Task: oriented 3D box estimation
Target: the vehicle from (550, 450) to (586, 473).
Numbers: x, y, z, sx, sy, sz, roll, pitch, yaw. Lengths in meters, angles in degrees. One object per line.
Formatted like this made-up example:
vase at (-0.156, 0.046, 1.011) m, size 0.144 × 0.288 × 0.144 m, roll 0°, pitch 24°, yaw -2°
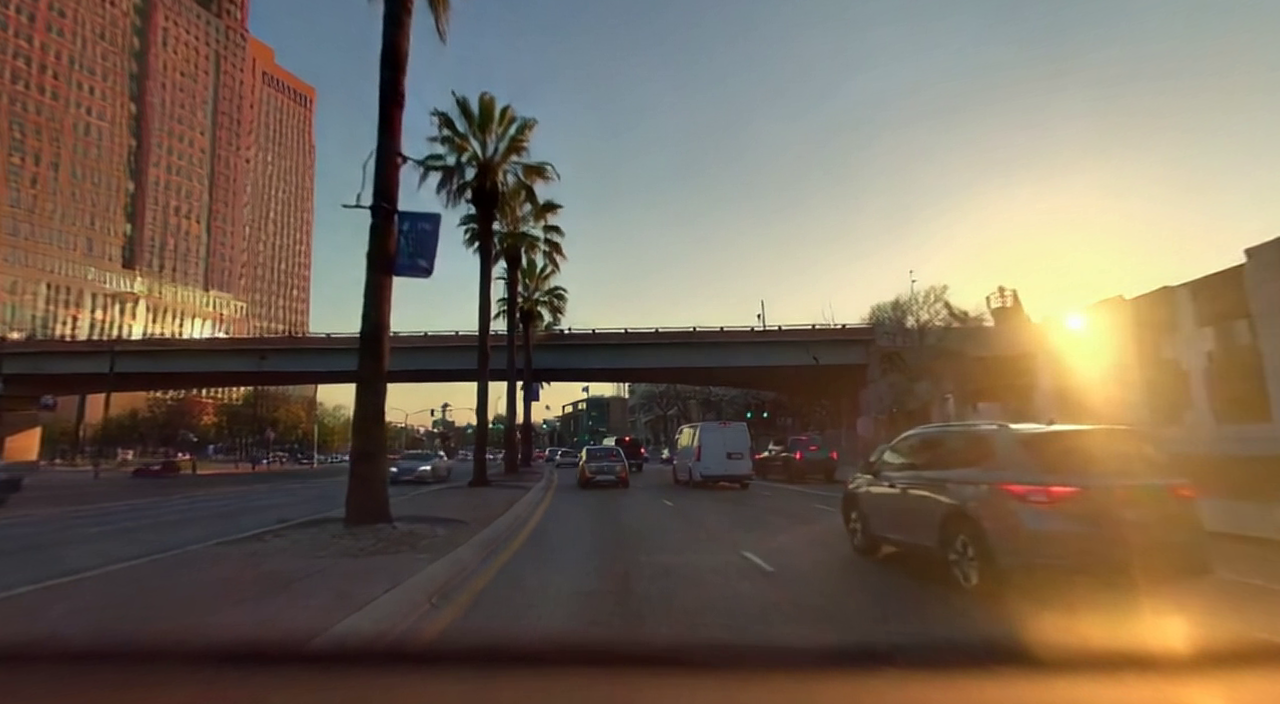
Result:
vehicle at (-5.013, 7.531, 43.733) m, size 2.081 × 1.503 × 3.681 m, roll 2°, pitch -9°, yaw -13°

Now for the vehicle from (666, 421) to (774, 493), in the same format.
vehicle at (2.558, 3.586, 21.852) m, size 2.434 × 2.171 × 5.098 m, roll 1°, pitch -9°, yaw -7°

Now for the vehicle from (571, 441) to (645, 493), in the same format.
vehicle at (-1.287, 4.044, 22.704) m, size 2.332 × 1.625 × 4.933 m, roll 1°, pitch -9°, yaw -7°

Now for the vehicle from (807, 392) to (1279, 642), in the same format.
vehicle at (3.472, 1.447, 6.554) m, size 2.151 × 1.695 × 4.258 m, roll 0°, pitch -9°, yaw -2°
